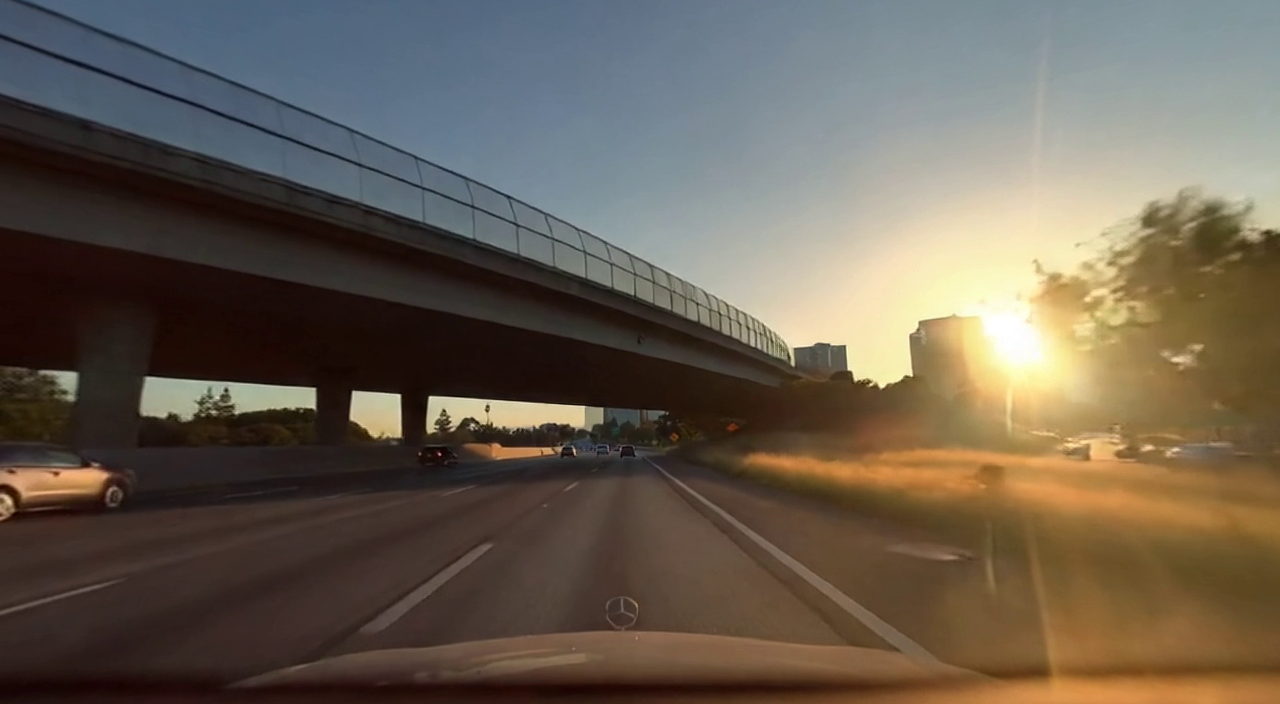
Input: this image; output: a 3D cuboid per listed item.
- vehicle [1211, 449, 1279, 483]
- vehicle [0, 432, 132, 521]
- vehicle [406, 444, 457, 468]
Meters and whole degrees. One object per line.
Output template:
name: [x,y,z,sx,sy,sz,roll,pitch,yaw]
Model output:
vehicle: [32.654,5.999,33.410,2.356,1.643,4.254,-4,-9,24]
vehicle: [-14.129,2.650,13.644,2.049,1.792,5.177,0,-8,-1]
vehicle: [-14.722,7.341,44.811,2.057,1.619,4.443,0,-8,0]
